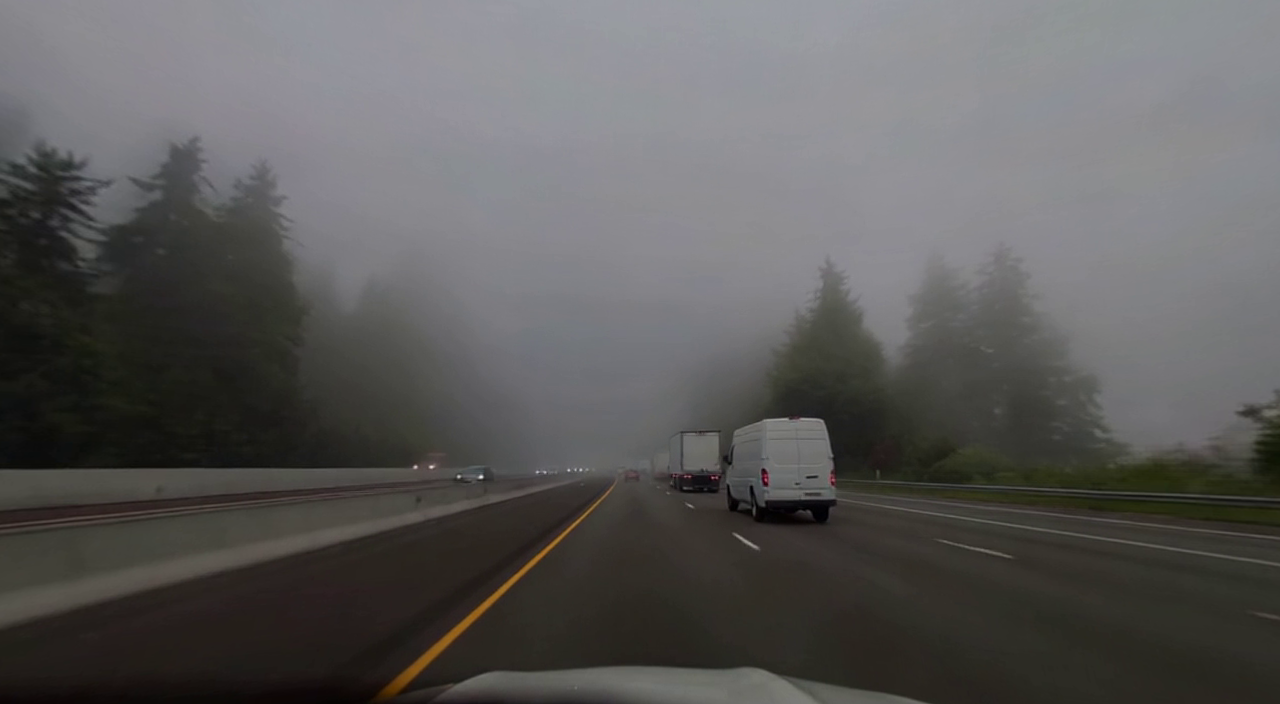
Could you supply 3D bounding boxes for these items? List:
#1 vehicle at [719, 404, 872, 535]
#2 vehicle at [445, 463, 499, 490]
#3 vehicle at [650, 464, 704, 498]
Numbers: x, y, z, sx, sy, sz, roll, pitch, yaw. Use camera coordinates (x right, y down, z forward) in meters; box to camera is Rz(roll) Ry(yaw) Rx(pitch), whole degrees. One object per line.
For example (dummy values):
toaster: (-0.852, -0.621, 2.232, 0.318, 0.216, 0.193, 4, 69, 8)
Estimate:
vehicle: (3.504, 2.875, 15.533, 2.291, 2.639, 5.280, 1, -10, -1)
vehicle: (-9.921, 7.365, 37.419, 1.913, 1.466, 4.660, 1, -10, 0)
vehicle: (1.693, 6.130, 30.011, 2.081, 1.453, 4.300, 1, -10, -3)
